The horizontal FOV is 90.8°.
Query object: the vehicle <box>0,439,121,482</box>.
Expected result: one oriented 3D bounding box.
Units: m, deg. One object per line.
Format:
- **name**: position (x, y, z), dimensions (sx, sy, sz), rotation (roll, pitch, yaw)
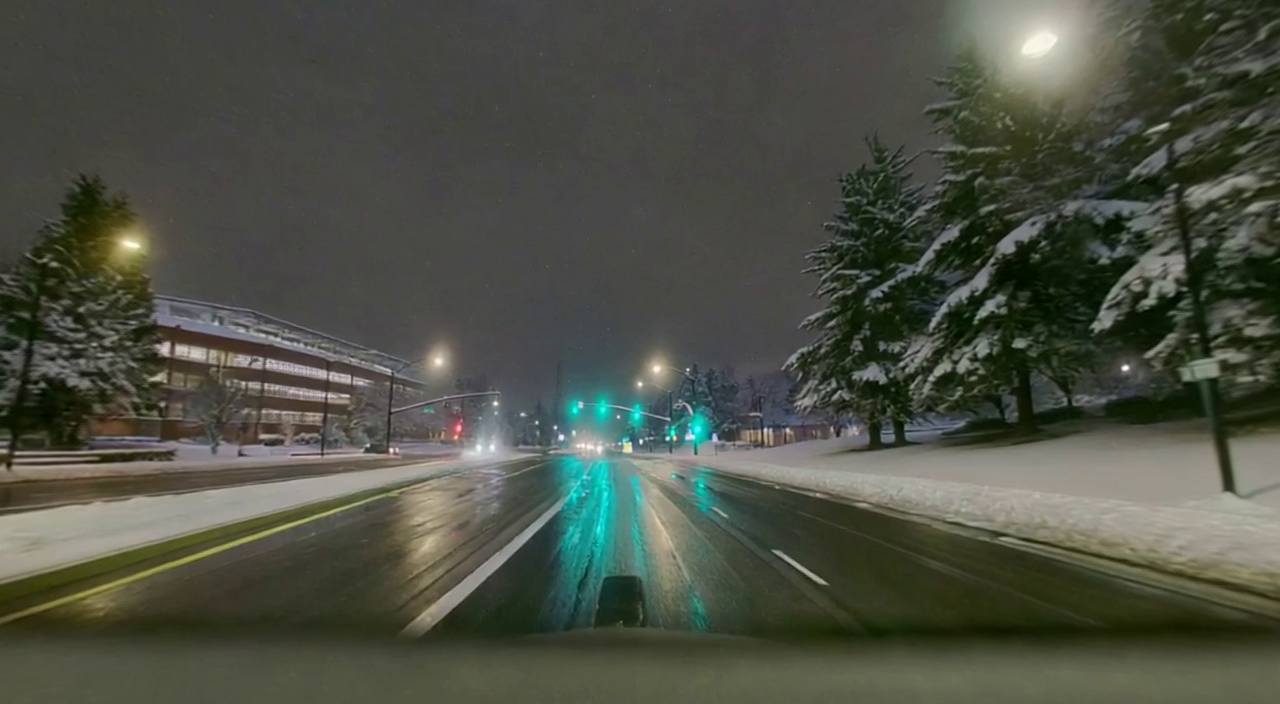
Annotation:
- **vehicle**: position (-22.409, 4.072, 23.927), dimensions (1.792, 1.446, 4.493), rotation (0, -9, -2)
